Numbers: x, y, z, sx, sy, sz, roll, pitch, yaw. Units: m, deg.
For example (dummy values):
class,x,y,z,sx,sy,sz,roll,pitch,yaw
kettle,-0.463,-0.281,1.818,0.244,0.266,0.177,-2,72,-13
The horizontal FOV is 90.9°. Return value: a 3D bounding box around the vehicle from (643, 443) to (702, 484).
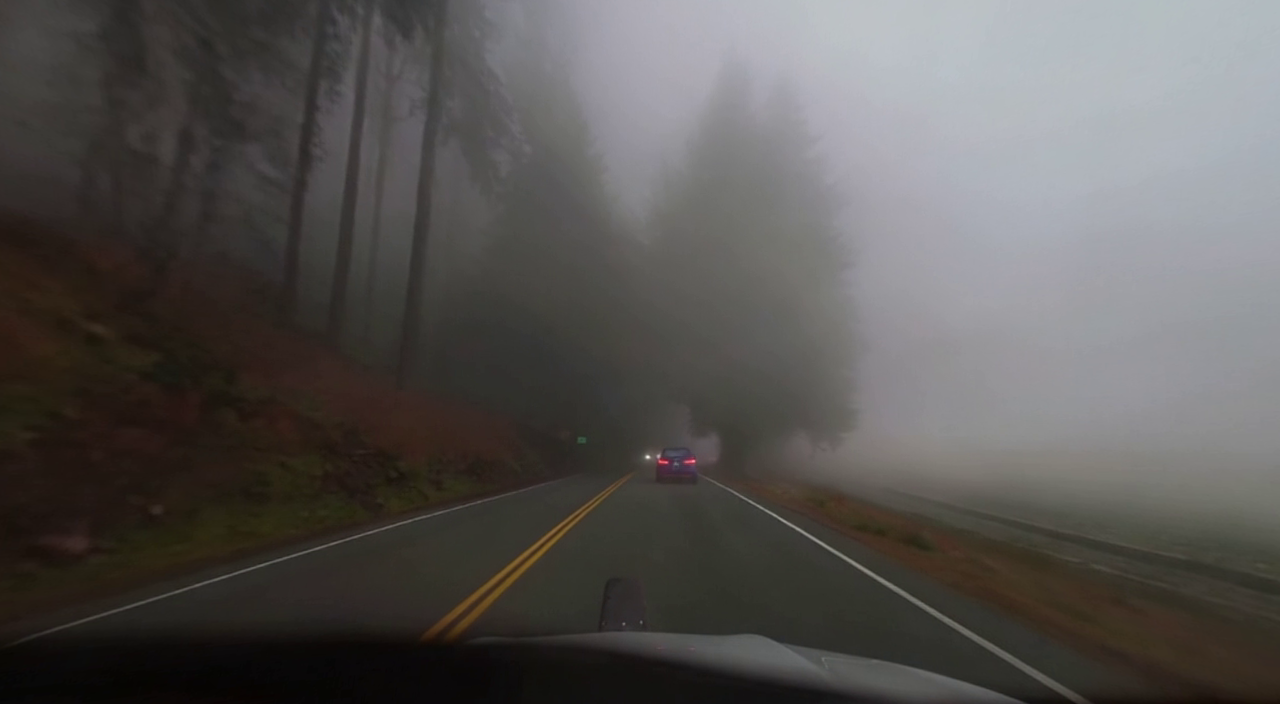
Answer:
class,x,y,z,sx,sy,sz,roll,pitch,yaw
vehicle,1.320,4.657,26.671,2.274,1.583,4.349,0,-8,2
